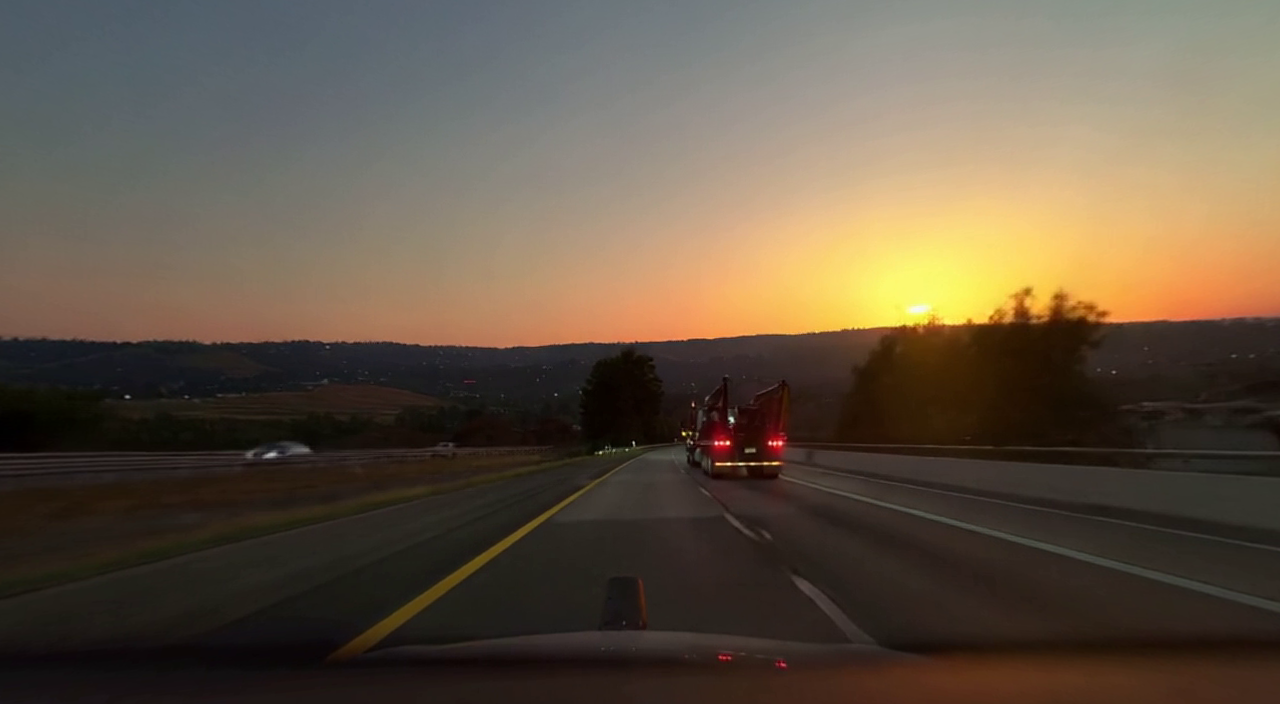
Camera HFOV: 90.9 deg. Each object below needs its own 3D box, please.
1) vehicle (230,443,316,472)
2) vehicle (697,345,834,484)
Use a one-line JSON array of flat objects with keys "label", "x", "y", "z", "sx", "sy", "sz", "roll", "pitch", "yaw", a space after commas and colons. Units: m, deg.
[{"label": "vehicle", "x": -20.034, "y": 5.765, "z": 34.689, "sx": 1.870, "sy": 1.482, "sz": 4.663, "roll": -1, "pitch": -9, "yaw": 2}, {"label": "vehicle", "x": 3.880, "y": 2.246, "z": 21.370, "sx": 3.279, "sy": 3.956, "sz": 6.541, "roll": 0, "pitch": -9, "yaw": 1}]
